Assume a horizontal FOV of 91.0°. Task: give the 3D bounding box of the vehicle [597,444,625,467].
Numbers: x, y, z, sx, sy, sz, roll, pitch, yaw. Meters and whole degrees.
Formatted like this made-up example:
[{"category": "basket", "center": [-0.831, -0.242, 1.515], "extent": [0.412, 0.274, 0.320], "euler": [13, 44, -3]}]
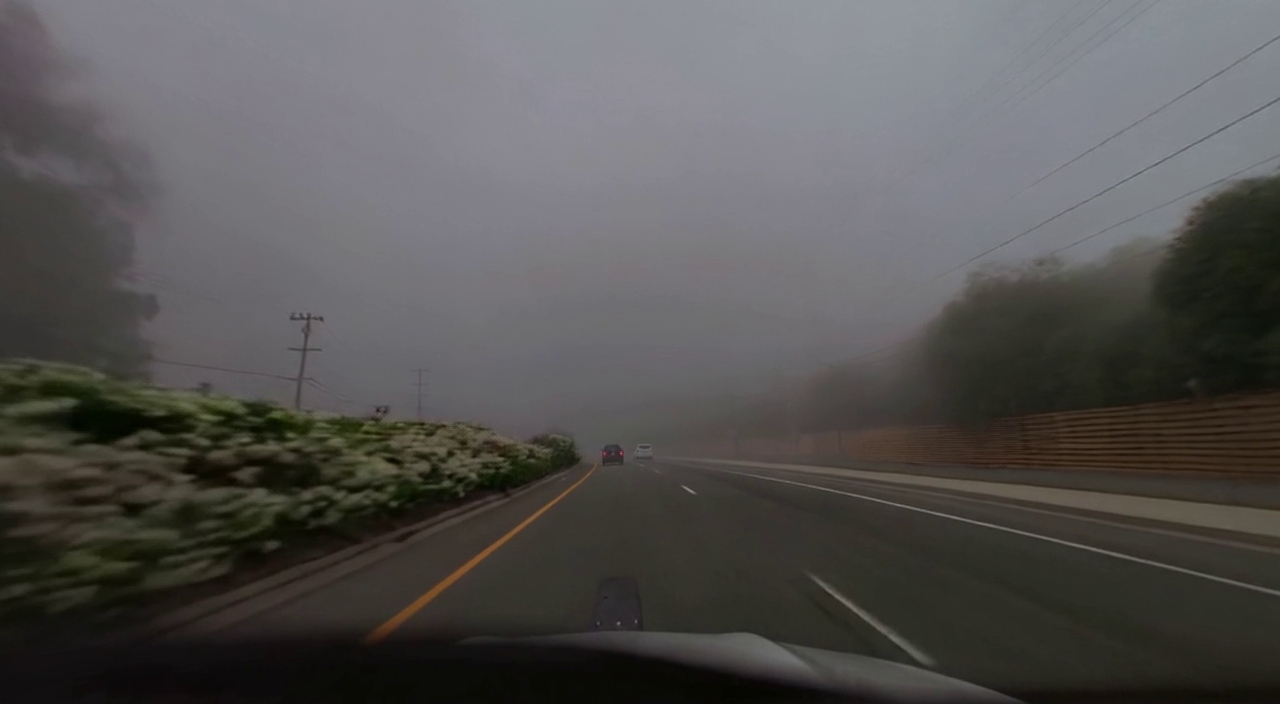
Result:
[{"category": "vehicle", "center": [-2.227, 7.757, 47.571], "extent": [2.005, 1.633, 4.044], "euler": [0, -8, -4]}]
